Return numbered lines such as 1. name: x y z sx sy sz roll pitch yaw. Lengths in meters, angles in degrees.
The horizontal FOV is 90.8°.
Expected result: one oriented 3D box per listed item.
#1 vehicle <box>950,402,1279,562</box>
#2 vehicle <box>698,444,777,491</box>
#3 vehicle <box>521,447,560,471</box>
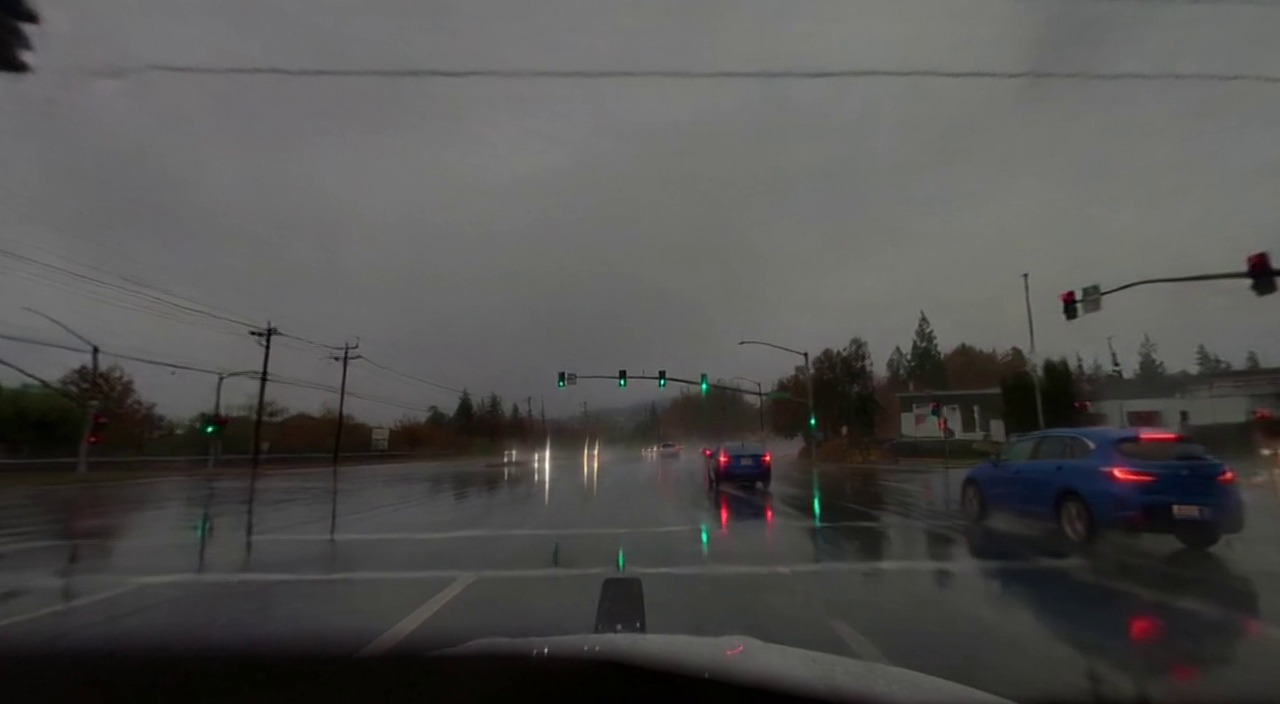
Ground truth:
1. vehicle: 6.761 1.790 9.387 2.029 1.795 4.371 0 -9 0
2. vehicle: 3.256 3.974 22.083 2.035 1.460 4.392 0 -9 0
3. vehicle: -7.742 8.360 49.485 1.933 1.502 4.946 -6 -8 2
